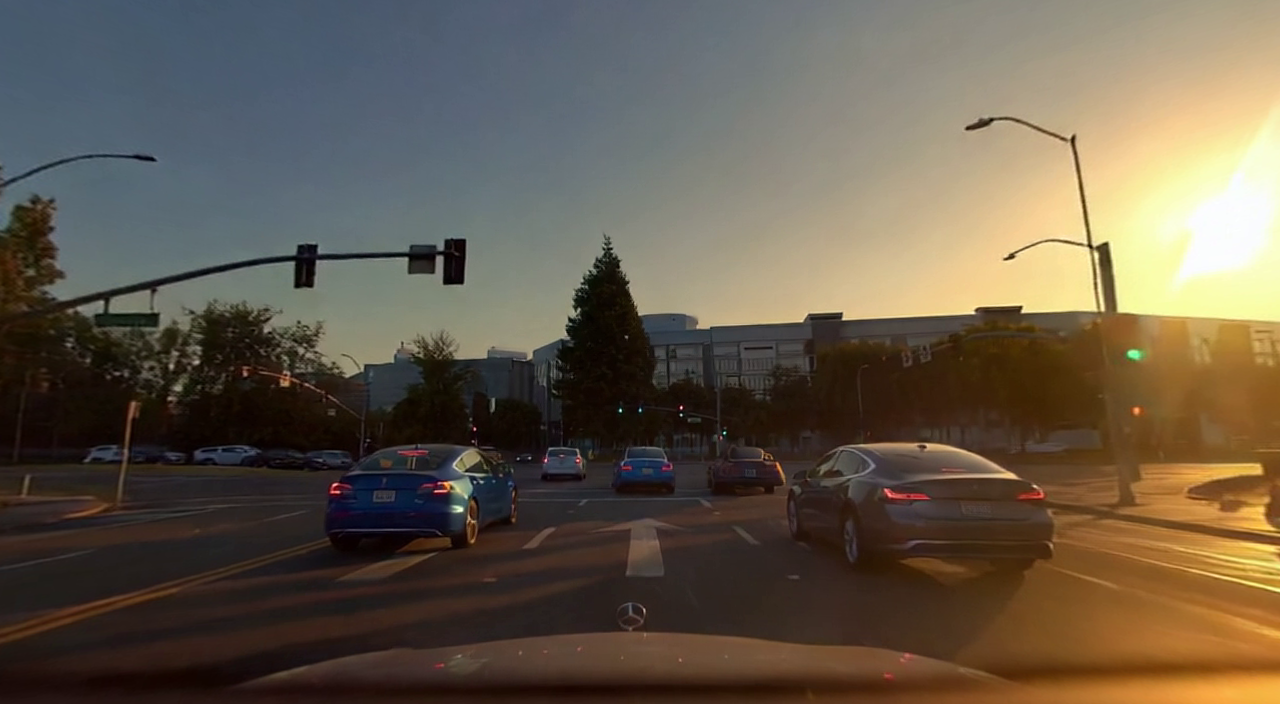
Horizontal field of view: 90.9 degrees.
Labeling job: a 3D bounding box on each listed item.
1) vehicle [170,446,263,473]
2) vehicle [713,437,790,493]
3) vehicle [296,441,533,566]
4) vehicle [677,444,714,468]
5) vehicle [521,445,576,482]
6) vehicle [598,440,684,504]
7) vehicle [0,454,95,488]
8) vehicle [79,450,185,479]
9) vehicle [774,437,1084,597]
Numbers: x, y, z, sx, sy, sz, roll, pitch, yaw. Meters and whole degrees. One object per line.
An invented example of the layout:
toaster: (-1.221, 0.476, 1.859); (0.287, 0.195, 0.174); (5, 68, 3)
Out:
vehicle: (-29.144, 7.410, 43.450); (4.916, 1.793, 2.082); (-1, -9, 3)
vehicle: (3.754, 3.868, 21.945); (1.938, 1.732, 4.006); (0, -9, 0)
vehicle: (-3.104, 2.169, 9.870); (2.015, 1.478, 4.407); (0, -8, 1)
vehicle: (4.005, 7.532, 45.875); (2.138, 1.624, 4.417); (0, -9, -2)
vehicle: (-4.271, 5.037, 28.904); (2.089, 1.537, 4.073); (2, -9, -14)
vehicle: (-0.044, 3.330, 17.904); (2.144, 1.563, 4.218); (0, -9, -2)
vehicle: (-29.720, 5.764, 30.613); (4.551, 1.533, 2.070); (-1, -9, 2)
vehicle: (-30.260, 6.675, 37.652); (4.427, 1.629, 2.213); (-1, -9, 2)
vehicle: (3.311, 1.942, 8.500); (1.951, 1.522, 4.614); (0, -8, -1)
